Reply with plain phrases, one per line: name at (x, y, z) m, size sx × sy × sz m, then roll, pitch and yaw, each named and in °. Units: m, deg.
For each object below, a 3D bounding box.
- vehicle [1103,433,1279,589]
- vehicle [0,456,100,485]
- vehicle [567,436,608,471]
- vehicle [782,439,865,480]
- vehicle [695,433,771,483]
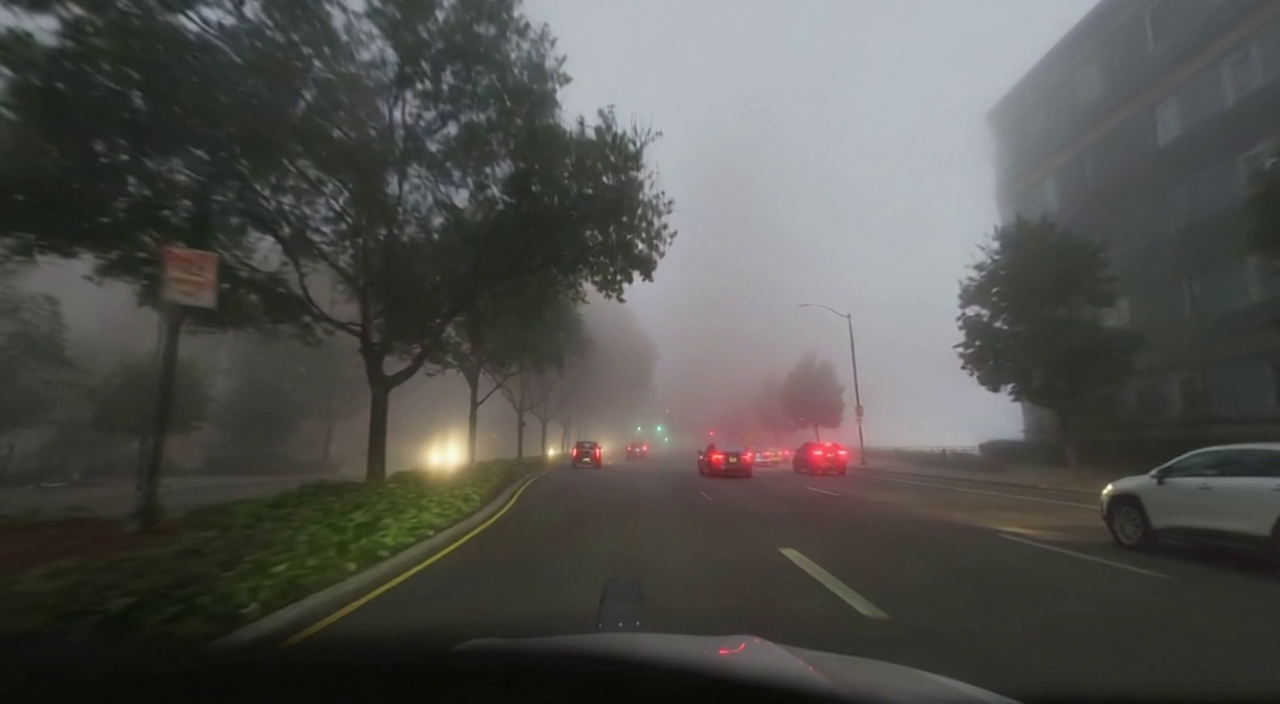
vehicle at (6.893, 1.471, 5.855) m, size 1.830 × 1.443 × 4.351 m, roll 0°, pitch -8°, yaw -1°
vehicle at (-33.908, 6.758, 36.013) m, size 4.468 × 1.535 × 1.940 m, roll 0°, pitch -8°, yaw 1°
vehicle at (-2.880, 5.648, 35.323) m, size 2.155 × 1.797 × 3.989 m, roll 0°, pitch -8°, yaw -3°
vehicle at (7.421, 4.386, 26.067) m, size 1.944 × 1.503 × 4.723 m, roll 0°, pitch -8°, yaw -1°
vehicle at (3.546, 4.162, 25.102) m, size 2.152 × 1.742 × 4.704 m, roll 0°, pitch -8°, yaw -2°
